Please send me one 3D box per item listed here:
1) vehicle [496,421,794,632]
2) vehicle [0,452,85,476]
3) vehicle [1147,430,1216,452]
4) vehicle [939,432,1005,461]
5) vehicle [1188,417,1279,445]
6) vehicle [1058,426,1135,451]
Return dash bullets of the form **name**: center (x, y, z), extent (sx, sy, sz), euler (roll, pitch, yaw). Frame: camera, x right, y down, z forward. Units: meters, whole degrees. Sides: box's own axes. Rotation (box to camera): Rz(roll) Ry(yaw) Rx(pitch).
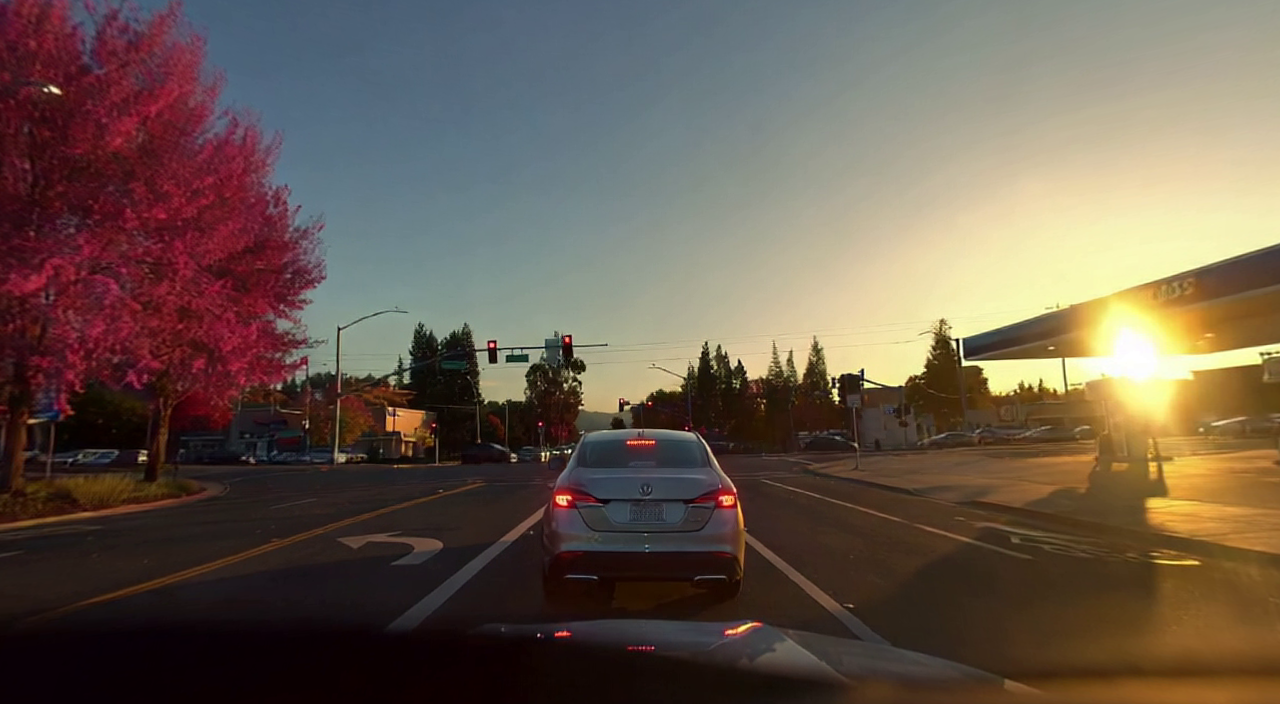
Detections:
- **vehicle**: center (0.018, 1.539, 6.573), extent (2.112, 1.482, 4.057), euler (0, -8, -1)
- **vehicle**: center (-39.296, 7.209, 40.685), extent (4.813, 1.455, 1.889), euler (5, -10, -32)
- **vehicle**: center (40.951, 6.719, 47.703), extent (3.573, 1.432, 1.604), euler (-3, -8, 1)
- **vehicle**: center (18.395, 5.235, 34.851), extent (2.053, 1.495, 4.091), euler (-8, -12, 44)
- **vehicle**: center (36.324, 4.856, 38.477), extent (1.848, 1.581, 4.475), euler (-1, -8, 3)
- **vehicle**: center (34.649, 6.590, 47.895), extent (4.294, 1.557, 1.744), euler (-4, -8, 1)
